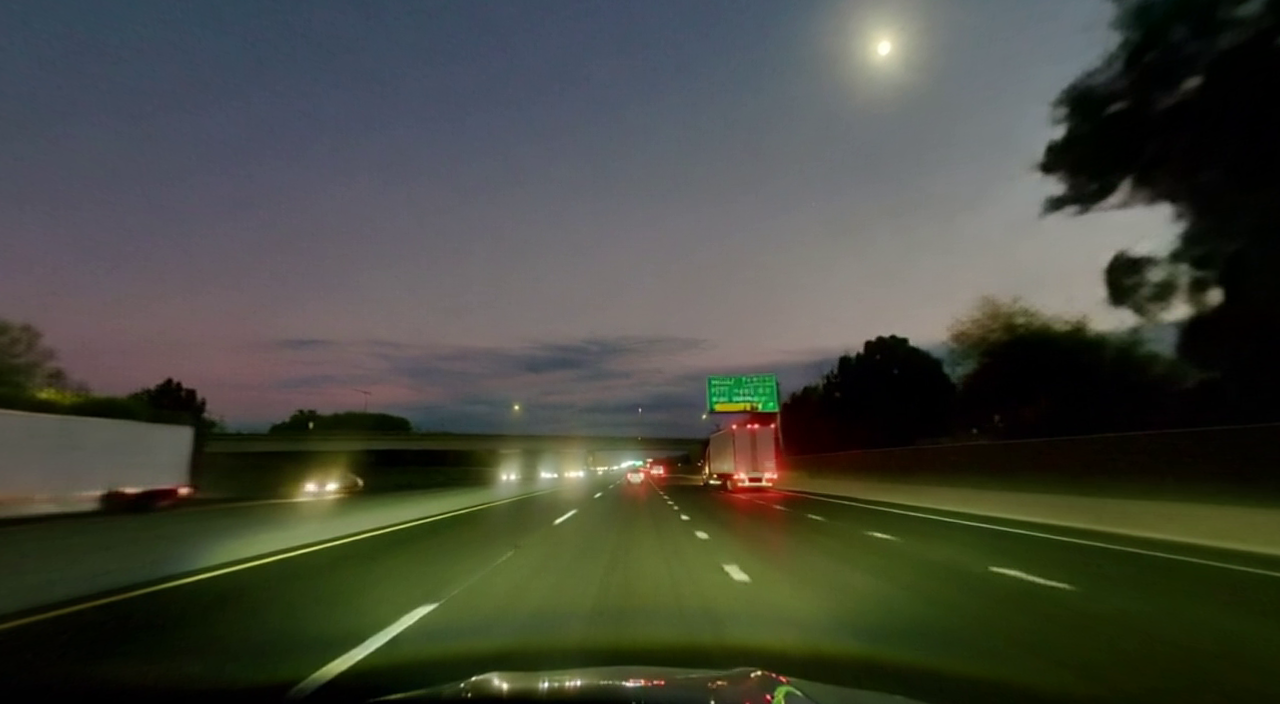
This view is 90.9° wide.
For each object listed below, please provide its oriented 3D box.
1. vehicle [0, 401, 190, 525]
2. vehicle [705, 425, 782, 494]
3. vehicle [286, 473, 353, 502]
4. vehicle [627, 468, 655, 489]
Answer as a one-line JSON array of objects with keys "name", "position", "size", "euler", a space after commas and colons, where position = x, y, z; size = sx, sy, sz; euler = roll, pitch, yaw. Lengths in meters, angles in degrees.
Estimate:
[{"name": "vehicle", "position": [-22.529, 3.914, 22.157], "size": [2.860, 4.023, 14.291], "euler": [1, -11, 0]}, {"name": "vehicle", "position": [6.929, 7.716, 44.852], "size": [2.926, 4.073, 13.836], "euler": [1, -10, -1]}, {"name": "vehicle", "position": [-18.140, 7.695, 35.892], "size": [1.725, 1.482, 3.913], "euler": [1, -10, 0]}, {"name": "vehicle", "position": [0.046, 9.262, 46.291], "size": [2.029, 1.459, 3.684], "euler": [1, -10, -1]}]
